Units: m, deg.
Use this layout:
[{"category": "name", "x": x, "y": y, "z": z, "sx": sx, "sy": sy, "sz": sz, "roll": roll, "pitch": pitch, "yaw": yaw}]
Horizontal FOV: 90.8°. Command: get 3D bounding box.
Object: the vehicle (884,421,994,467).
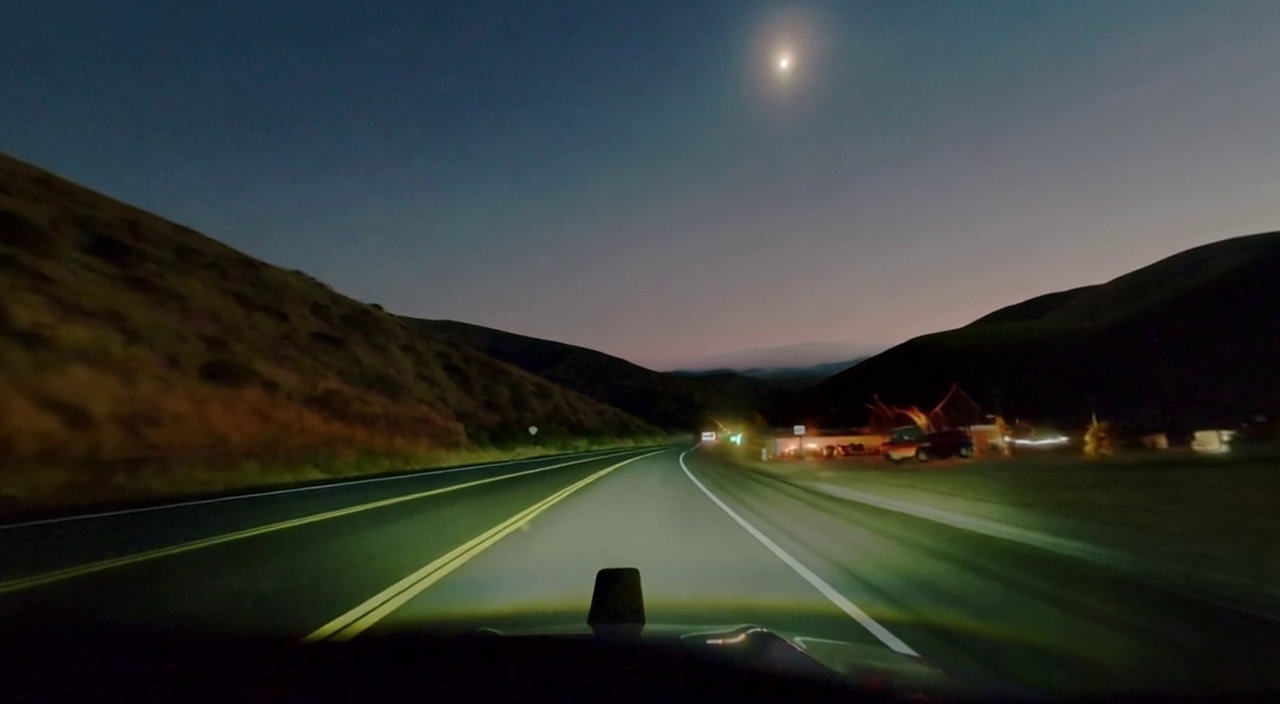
[{"category": "vehicle", "x": 13.791, "y": 4.395, "z": 29.601, "sx": 2.352, "sy": 1.872, "sz": 5.103, "roll": -1, "pitch": -10, "yaw": -3}]
